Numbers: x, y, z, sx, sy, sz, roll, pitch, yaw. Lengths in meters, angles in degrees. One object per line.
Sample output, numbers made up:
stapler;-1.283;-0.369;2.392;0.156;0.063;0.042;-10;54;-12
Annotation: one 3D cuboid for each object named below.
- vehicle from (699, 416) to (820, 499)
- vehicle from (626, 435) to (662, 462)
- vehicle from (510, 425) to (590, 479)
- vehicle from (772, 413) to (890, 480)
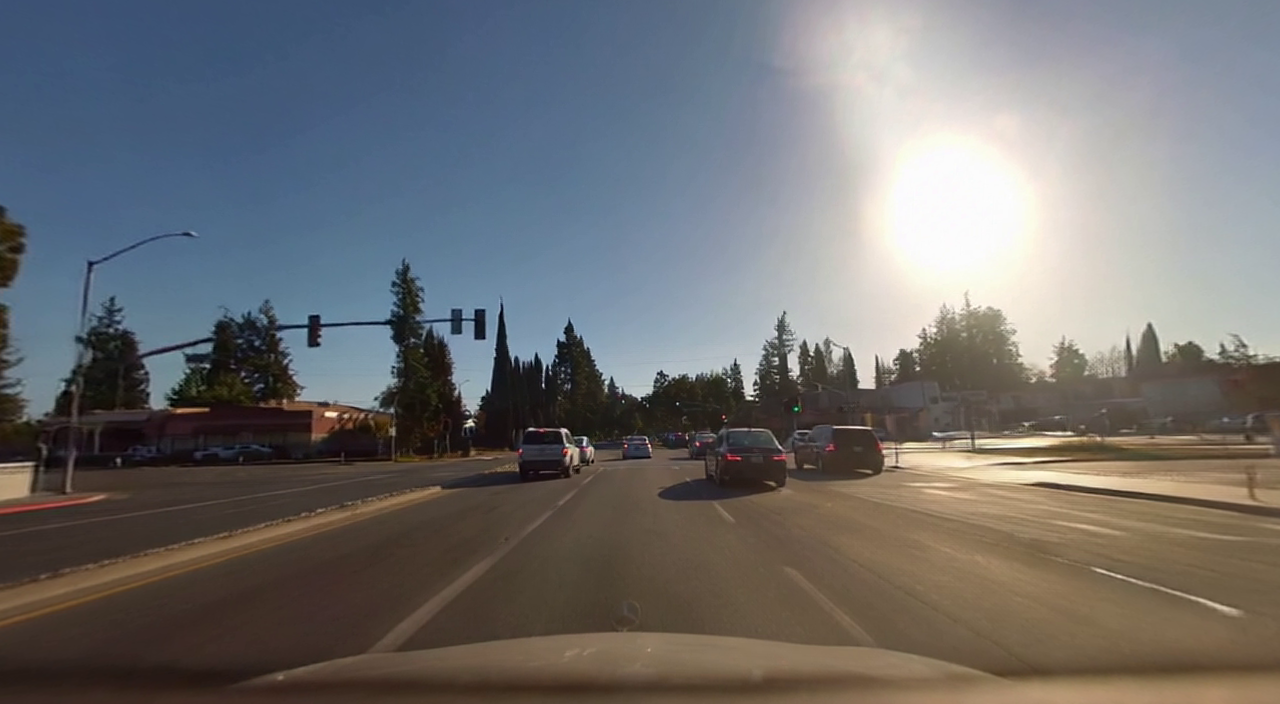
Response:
vehicle;2.851;2.674;16.290;2.140;1.800;4.660;0;-8;0
vehicle;0.203;6.142;40.304;2.131;1.665;3.926;0;-8;-2
vehicle;-3.239;3.714;23.706;2.261;1.820;4.255;0;-8;2
vehicle;6.913;3.532;23.742;2.510;2.176;5.527;0;-8;-2
